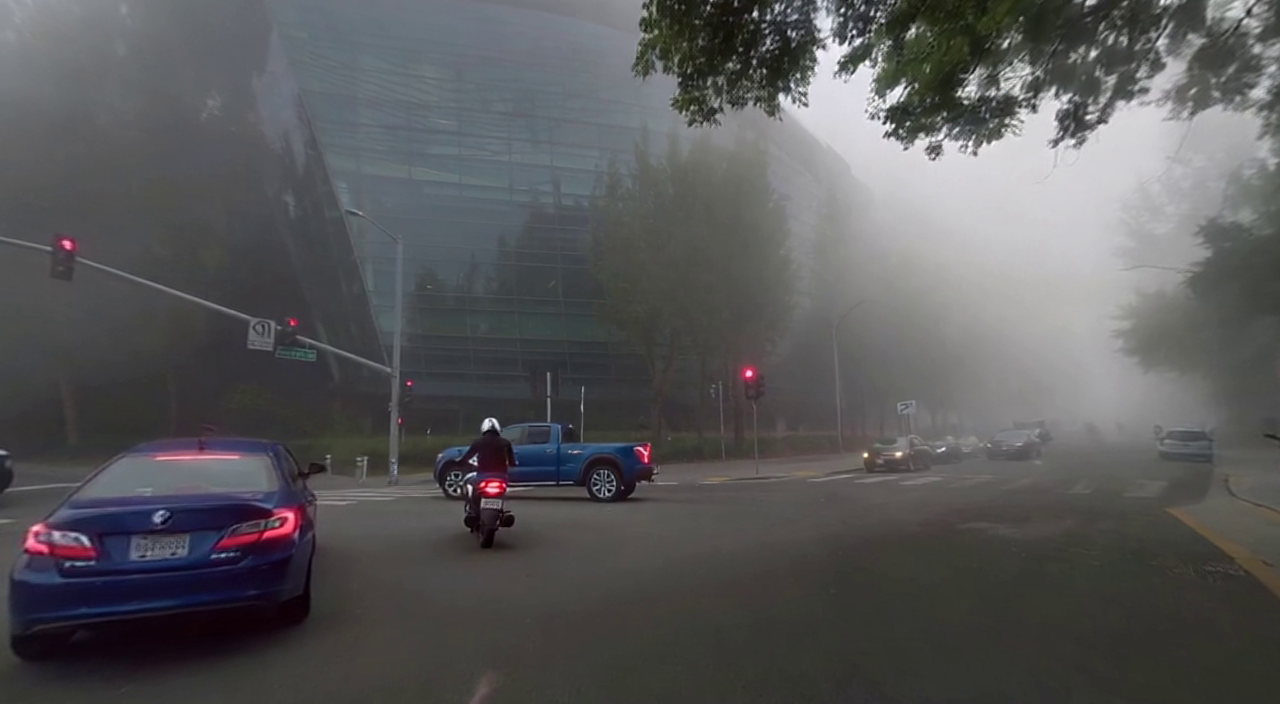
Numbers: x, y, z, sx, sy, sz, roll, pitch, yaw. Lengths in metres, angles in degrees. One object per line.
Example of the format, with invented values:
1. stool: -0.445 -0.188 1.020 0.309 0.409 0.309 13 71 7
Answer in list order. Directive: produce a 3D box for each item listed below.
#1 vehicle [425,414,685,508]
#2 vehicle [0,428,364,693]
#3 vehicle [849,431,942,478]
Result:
1. vehicle: -2.068 2.579 15.333 5.833 1.960 2.341 2 -9 -17
2. vehicle: -4.110 1.484 5.724 2.009 1.450 4.182 6 -10 -35
3. vehicle: 10.146 3.993 24.844 2.084 1.656 4.583 -7 -11 38
